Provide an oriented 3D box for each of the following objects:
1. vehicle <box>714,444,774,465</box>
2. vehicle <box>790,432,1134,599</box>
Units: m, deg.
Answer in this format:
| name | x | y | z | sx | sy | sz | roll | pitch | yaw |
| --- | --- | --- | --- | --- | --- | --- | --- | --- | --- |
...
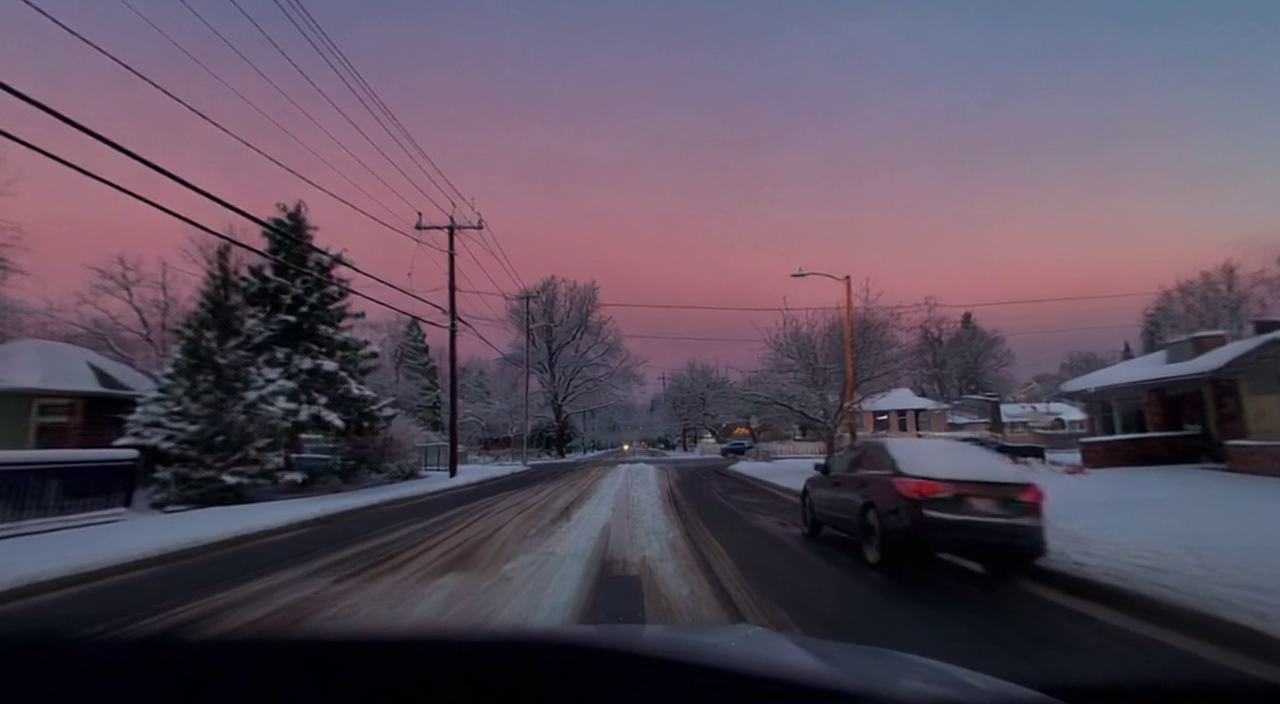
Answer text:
| name | x | y | z | sx | sy | sz | roll | pitch | yaw |
| --- | --- | --- | --- | --- | --- | --- | --- | --- | --- |
| vehicle | 7.920 | 7.731 | 47.942 | 4.452 | 1.482 | 2.017 | 7 | -11 | -38 |
| vehicle | 3.550 | 1.869 | 8.215 | 2.012 | 1.531 | 4.557 | 0 | -9 | -1 |
